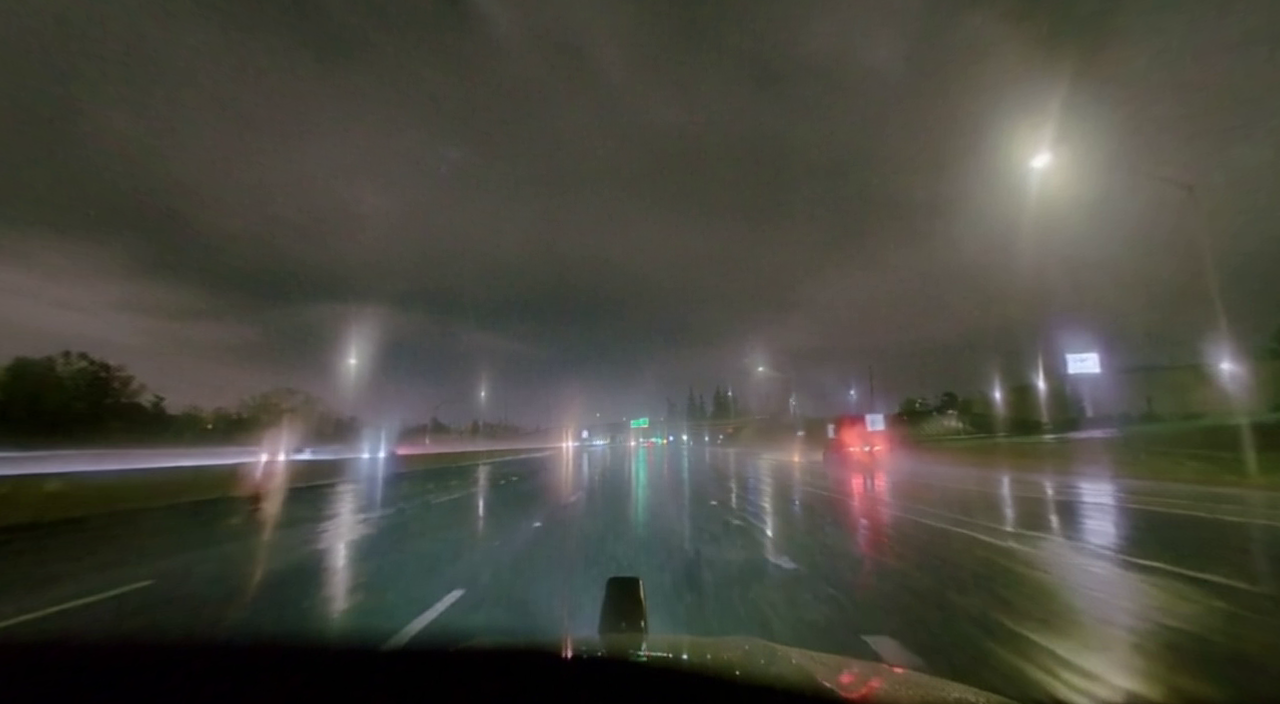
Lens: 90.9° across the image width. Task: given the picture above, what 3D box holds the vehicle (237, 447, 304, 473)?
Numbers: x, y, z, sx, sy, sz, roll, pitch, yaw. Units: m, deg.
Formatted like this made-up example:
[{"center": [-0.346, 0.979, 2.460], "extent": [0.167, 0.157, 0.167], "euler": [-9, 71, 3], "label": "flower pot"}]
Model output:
[{"center": [-25.411, 7.403, 43.511], "extent": [1.945, 1.621, 4.378], "euler": [0, -9, 0], "label": "vehicle"}]
